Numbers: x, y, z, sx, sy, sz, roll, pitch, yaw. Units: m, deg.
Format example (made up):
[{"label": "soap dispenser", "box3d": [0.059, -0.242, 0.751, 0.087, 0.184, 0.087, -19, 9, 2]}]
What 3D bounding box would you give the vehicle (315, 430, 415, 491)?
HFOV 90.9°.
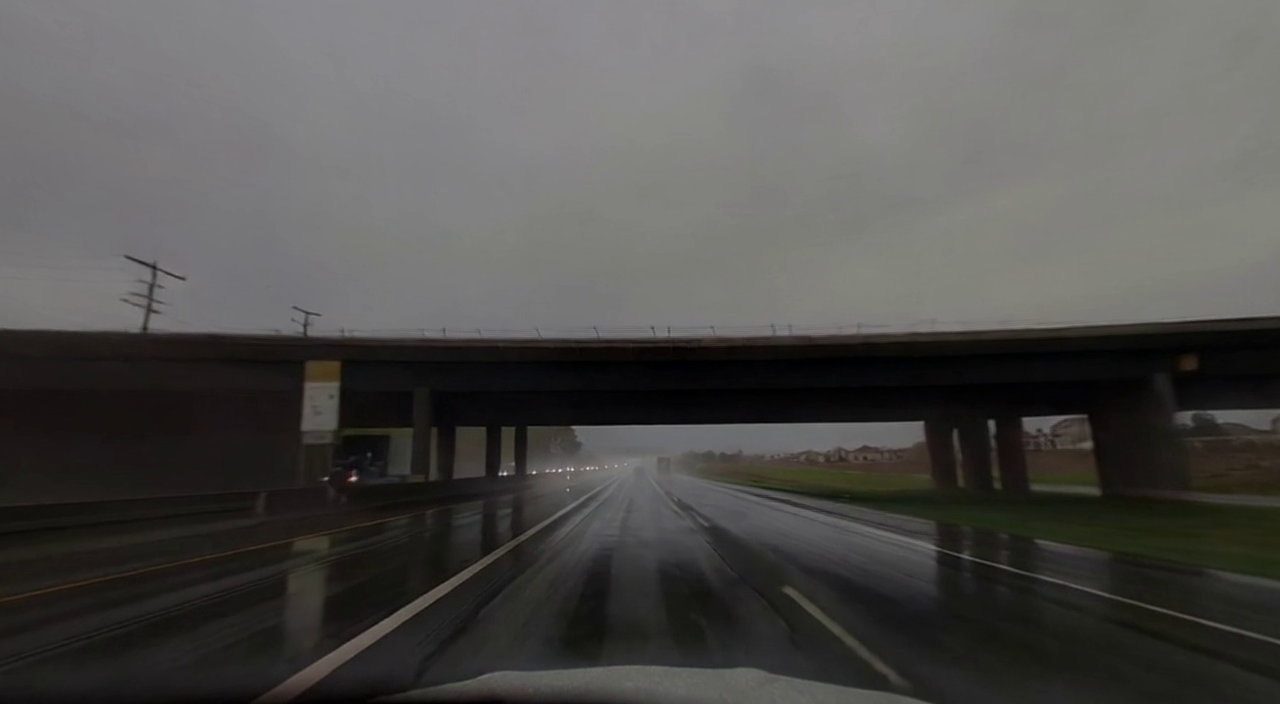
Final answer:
[{"label": "vehicle", "box3d": [-20.566, 8.307, 48.007, 2.936, 4.096, 9.901, 1, -10, 0]}]
